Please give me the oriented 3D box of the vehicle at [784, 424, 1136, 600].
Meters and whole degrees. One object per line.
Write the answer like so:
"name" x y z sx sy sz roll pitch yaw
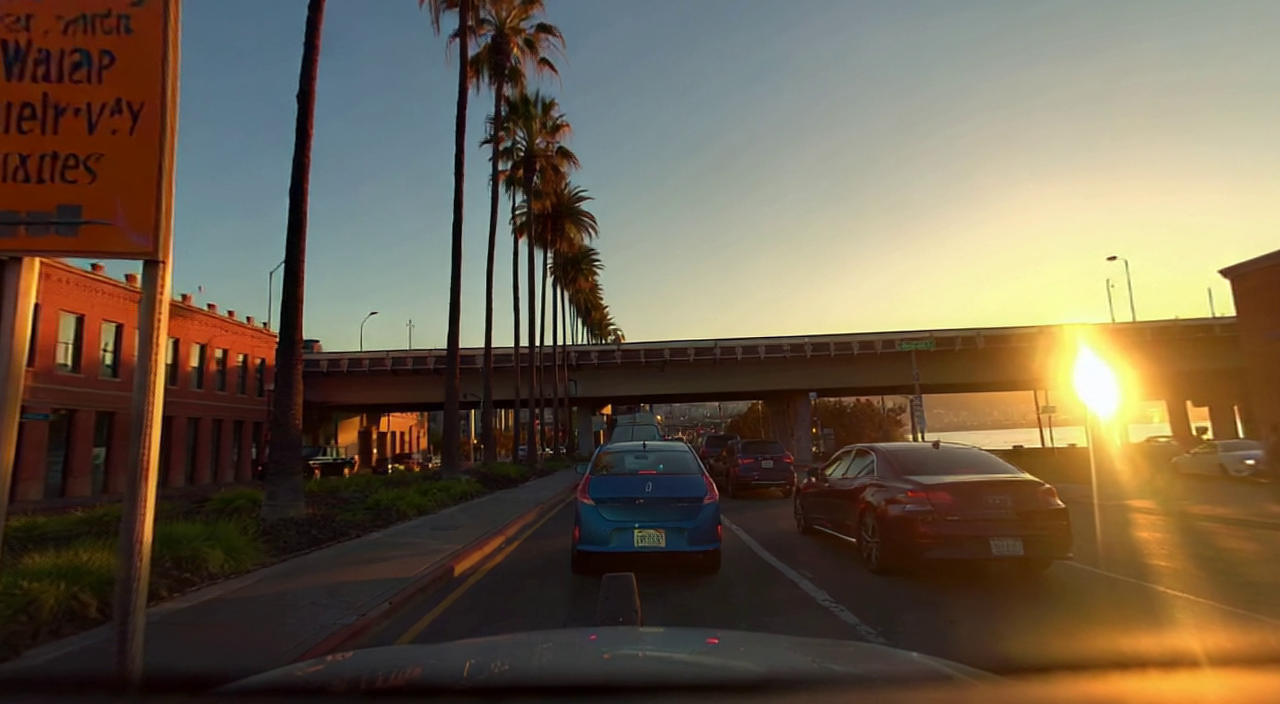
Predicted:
"vehicle" 3.272 1.714 7.713 1.920 1.490 4.417 0 -9 -1

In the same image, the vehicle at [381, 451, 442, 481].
"vehicle" -14.960 7.480 41.703 2.104 1.802 4.852 0 -9 1

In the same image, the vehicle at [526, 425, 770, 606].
"vehicle" 0.060 1.668 7.246 2.048 1.503 3.681 0 -9 0
